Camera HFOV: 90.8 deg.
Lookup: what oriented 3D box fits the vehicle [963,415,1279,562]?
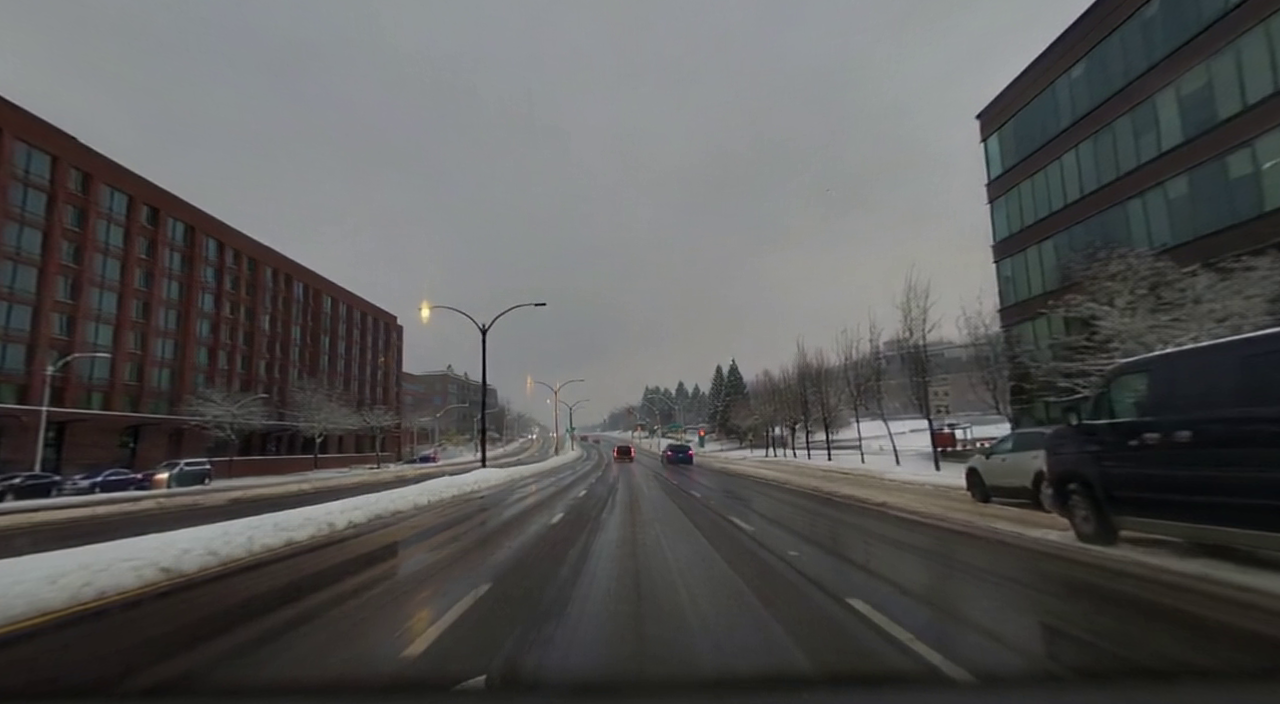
[{"bbox_3d":[7.172,1.972,9.914,2.017,1.743,4.453,-1,-8,3],"label":"vehicle"}]

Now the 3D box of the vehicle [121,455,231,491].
[{"bbox_3d":[-29.711,7.733,40.859,2.474,1.971,6.358,0,-8,-2],"label":"vehicle"}]

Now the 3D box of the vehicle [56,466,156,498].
[{"bbox_3d":[-29.600,7.178,35.239,1.742,1.473,4.529,0,-8,-2],"label":"vehicle"}]

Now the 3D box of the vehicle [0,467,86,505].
[{"bbox_3d":[-29.211,6.357,29.799,1.854,1.450,4.937,-4,-7,-2],"label":"vehicle"}]

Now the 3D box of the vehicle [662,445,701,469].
[{"bbox_3d":[2.694,6.979,42.228,2.090,1.506,4.382,0,-8,-3],"label":"vehicle"}]
